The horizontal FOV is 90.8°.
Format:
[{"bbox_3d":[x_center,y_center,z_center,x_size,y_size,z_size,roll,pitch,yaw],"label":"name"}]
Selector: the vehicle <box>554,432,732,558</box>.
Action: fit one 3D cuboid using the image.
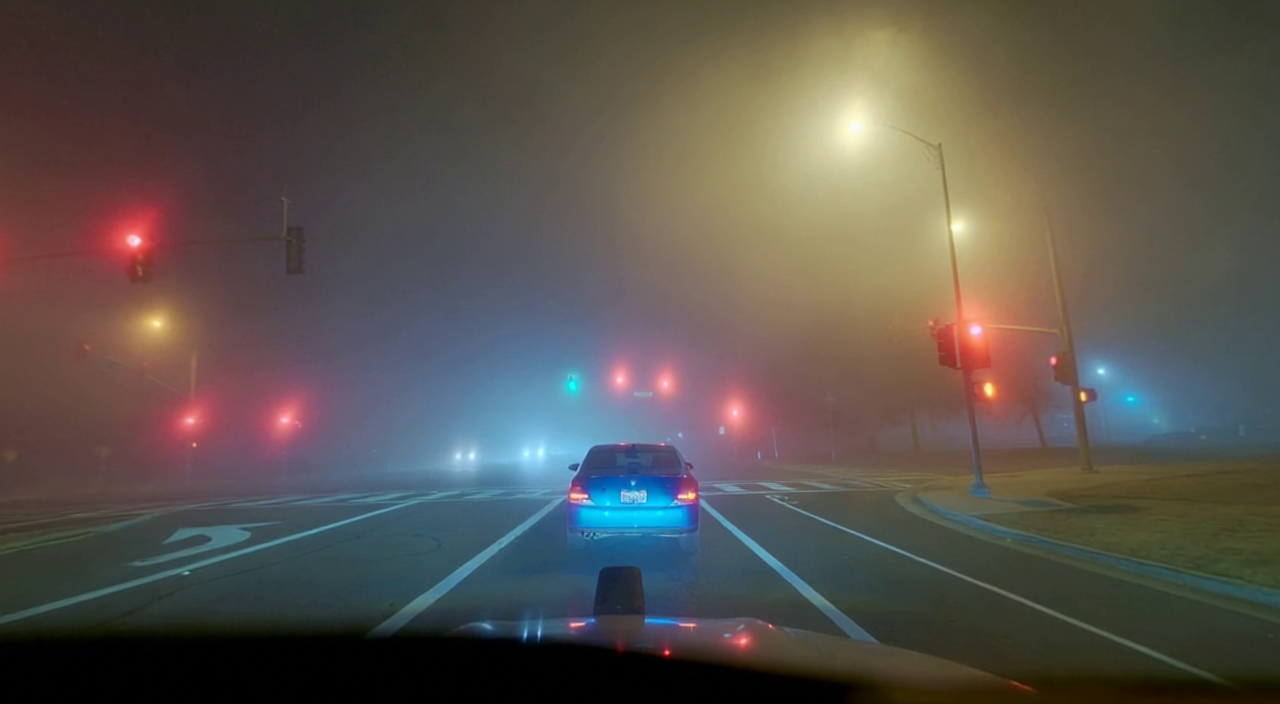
[{"bbox_3d":[0.004,1.994,9.516,2.107,1.470,3.974,0,-9,-1],"label":"vehicle"}]
